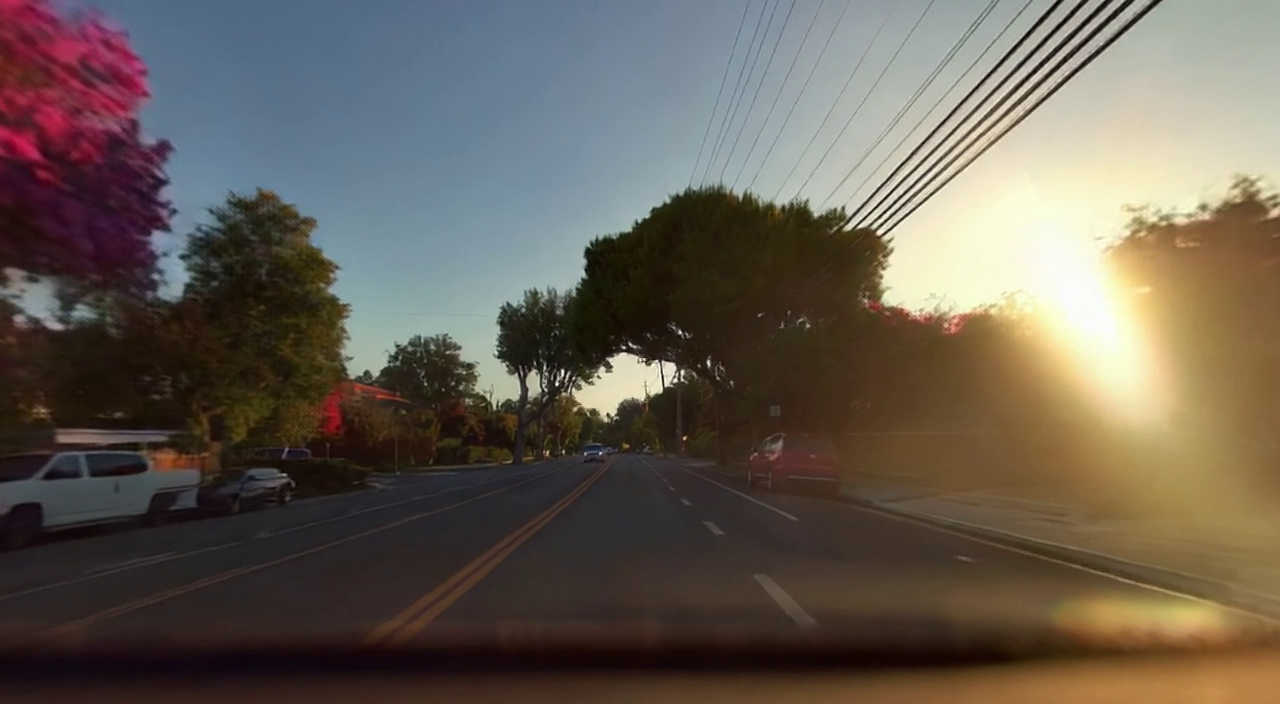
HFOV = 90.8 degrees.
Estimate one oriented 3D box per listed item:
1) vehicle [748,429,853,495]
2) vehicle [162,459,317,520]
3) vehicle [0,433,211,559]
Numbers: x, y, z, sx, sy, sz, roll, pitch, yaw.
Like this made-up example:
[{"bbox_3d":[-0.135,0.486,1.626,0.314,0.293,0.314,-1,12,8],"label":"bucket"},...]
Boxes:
[{"bbox_3d":[5.368,3.766,22.038,2.238,1.995,5.491,0,-9,0],"label":"vehicle"},{"bbox_3d":[-13.256,4.534,21.378,2.106,1.606,4.804,-2,-8,0],"label":"vehicle"},{"bbox_3d":[-12.936,3.050,14.389,2.331,2.265,5.888,-2,-7,-1],"label":"vehicle"}]
